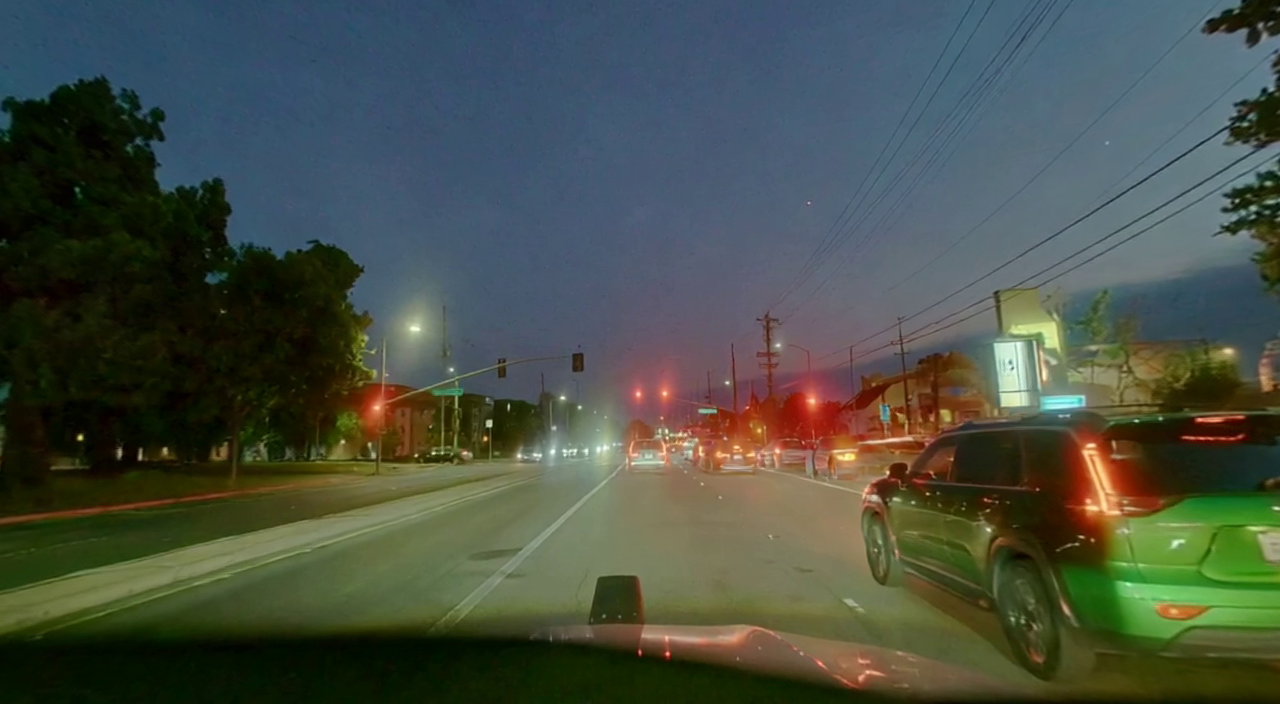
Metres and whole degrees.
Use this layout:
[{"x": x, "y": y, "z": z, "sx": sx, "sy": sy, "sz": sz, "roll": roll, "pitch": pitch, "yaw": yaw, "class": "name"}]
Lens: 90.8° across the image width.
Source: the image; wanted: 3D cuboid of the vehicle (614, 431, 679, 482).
[{"x": 0.226, "y": 3.760, "z": 22.964, "sx": 2.149, "sy": 1.668, "sz": 3.962, "roll": 0, "pitch": -9, "yaw": 0, "class": "vehicle"}]

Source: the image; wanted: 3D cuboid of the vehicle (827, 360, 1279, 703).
[{"x": 3.082, "y": 1.153, "z": 4.800, "sx": 1.998, "sy": 1.620, "sz": 4.267, "roll": 0, "pitch": -9, "yaw": 0, "class": "vehicle"}]

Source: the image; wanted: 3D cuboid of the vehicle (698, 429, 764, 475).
[{"x": 3.800, "y": 4.301, "z": 27.241, "sx": 2.060, "sy": 1.789, "sz": 4.712, "roll": 0, "pitch": -9, "yaw": -1, "class": "vehicle"}]
